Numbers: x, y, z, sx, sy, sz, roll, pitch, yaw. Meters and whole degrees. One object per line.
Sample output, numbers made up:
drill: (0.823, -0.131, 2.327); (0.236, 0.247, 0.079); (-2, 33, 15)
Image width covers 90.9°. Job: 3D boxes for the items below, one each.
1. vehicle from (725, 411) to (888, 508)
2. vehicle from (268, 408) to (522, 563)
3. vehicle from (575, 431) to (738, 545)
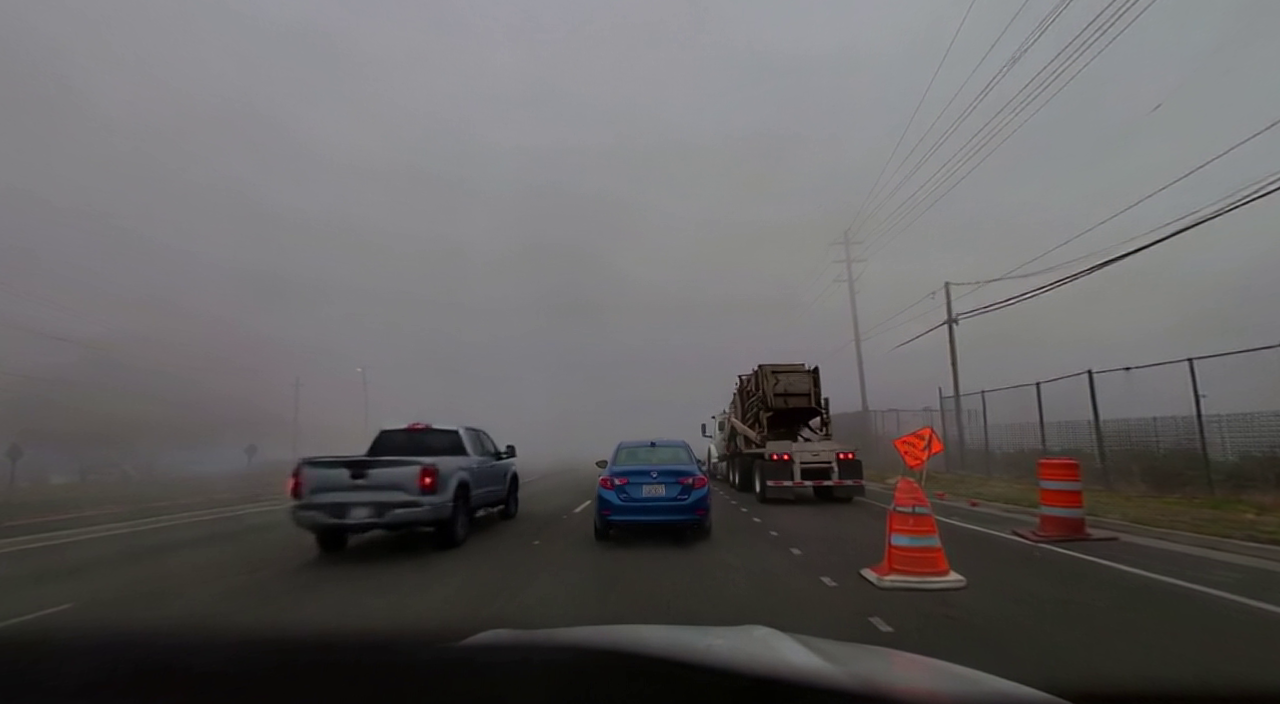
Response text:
vehicle: (3.943, 2.736, 16.504); (2.555, 2.017, 6.201); (0, -8, 0)
vehicle: (-3.158, 1.822, 9.263); (1.989, 1.729, 4.184); (0, -8, 1)
vehicle: (0.237, 2.108, 10.470); (2.128, 1.473, 4.272); (0, -8, 1)
